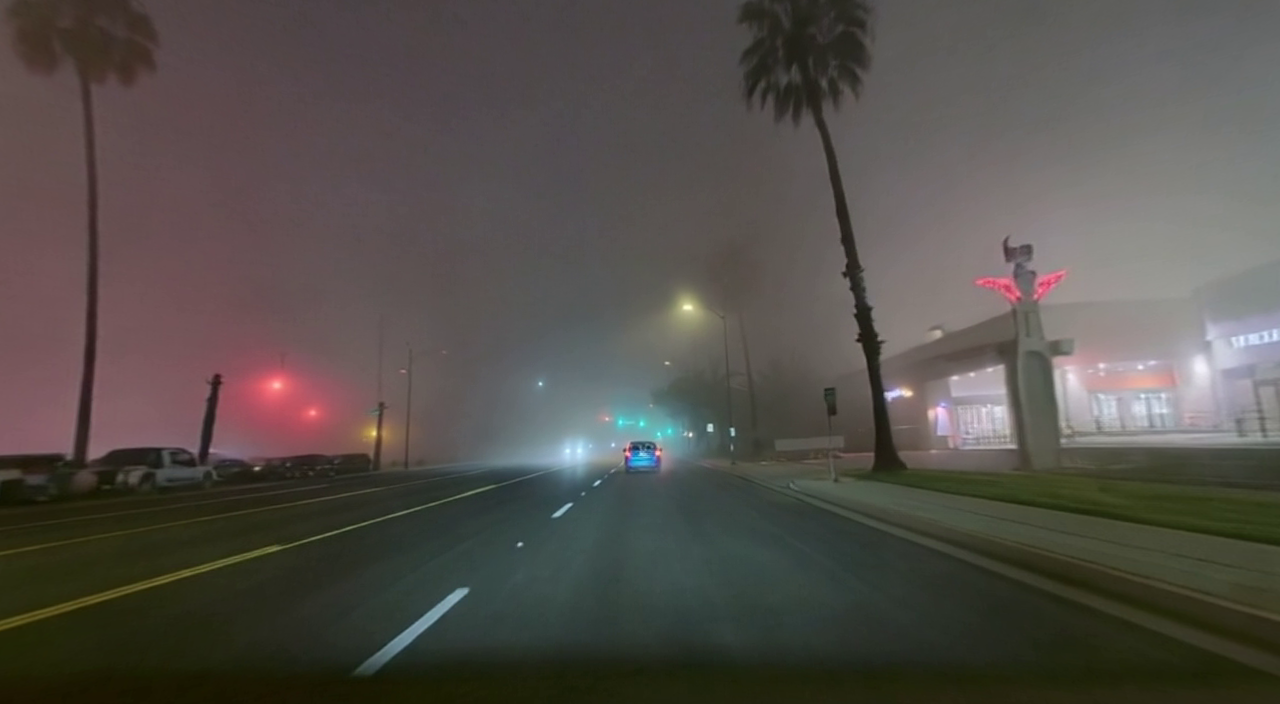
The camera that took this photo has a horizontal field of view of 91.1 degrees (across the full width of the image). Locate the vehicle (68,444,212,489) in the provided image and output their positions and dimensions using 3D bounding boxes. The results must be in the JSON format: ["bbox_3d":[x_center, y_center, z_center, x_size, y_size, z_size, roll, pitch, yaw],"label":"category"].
[{"bbox_3d":[-21.825,4.991,27.525,4.536,1.838,2.042,0,-8,2],"label":"vehicle"}]

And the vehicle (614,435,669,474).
[{"bbox_3d":[0.070,4.313,26.609,2.144,1.514,4.063,0,-8,1],"label":"vehicle"}]

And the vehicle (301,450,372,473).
[{"bbox_3d":[-21.476,7.675,44.367,4.320,1.496,2.046,4,-10,-28],"label":"vehicle"}]

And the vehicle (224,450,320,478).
[{"bbox_3d":[-21.253,6.462,36.436,4.440,1.498,2.001,3,-9,-20],"label":"vehicle"}]
